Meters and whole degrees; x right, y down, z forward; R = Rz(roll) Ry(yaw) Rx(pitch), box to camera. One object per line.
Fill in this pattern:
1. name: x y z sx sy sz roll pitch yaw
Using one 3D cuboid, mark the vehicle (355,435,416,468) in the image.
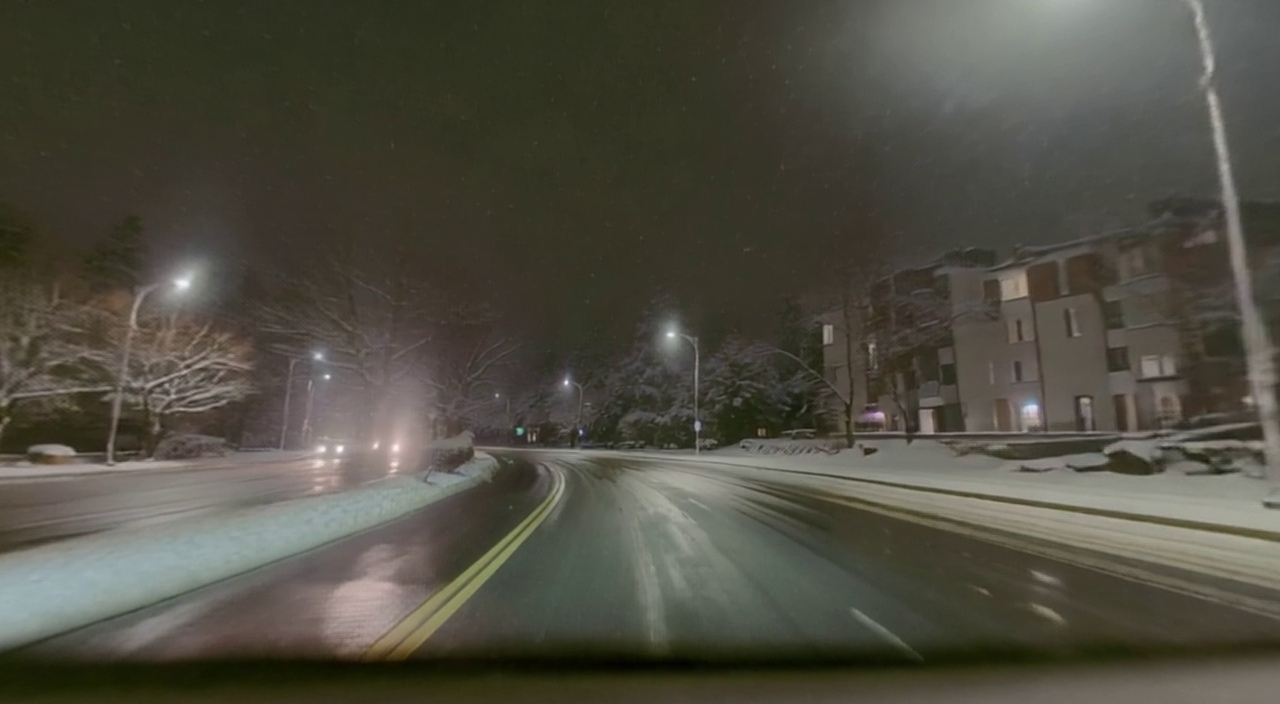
1. vehicle: -14.914 5.848 37.260 2.349 1.790 4.940 1 -9 -11
